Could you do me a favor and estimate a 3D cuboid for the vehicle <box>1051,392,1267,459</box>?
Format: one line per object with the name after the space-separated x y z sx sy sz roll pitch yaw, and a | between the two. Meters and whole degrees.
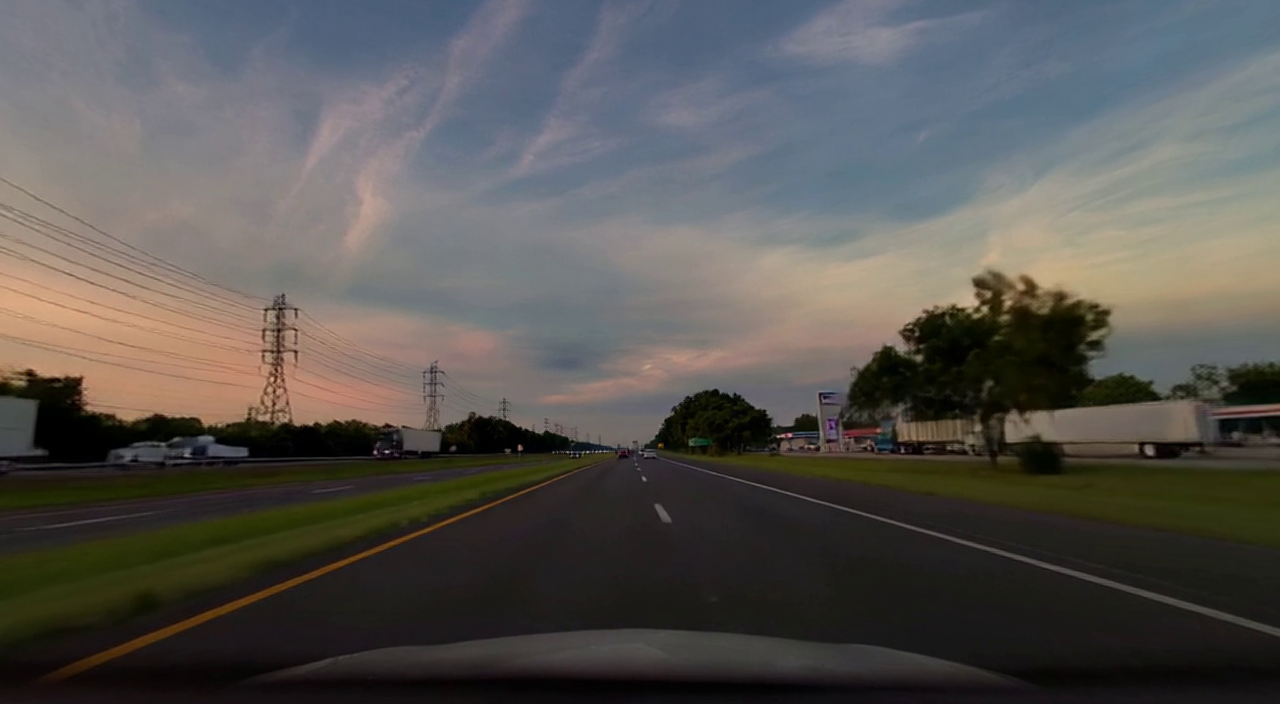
35.189 5.234 43.362 10.852 3.971 2.925 -9 -11 42 | vehicle

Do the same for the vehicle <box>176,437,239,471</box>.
-28.063 6.611 41.021 1.879 1.985 3.133 -3 -8 -1 | vehicle

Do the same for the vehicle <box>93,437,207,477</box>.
-27.984 5.997 36.325 2.179 2.021 5.531 -2 -8 0 | vehicle
